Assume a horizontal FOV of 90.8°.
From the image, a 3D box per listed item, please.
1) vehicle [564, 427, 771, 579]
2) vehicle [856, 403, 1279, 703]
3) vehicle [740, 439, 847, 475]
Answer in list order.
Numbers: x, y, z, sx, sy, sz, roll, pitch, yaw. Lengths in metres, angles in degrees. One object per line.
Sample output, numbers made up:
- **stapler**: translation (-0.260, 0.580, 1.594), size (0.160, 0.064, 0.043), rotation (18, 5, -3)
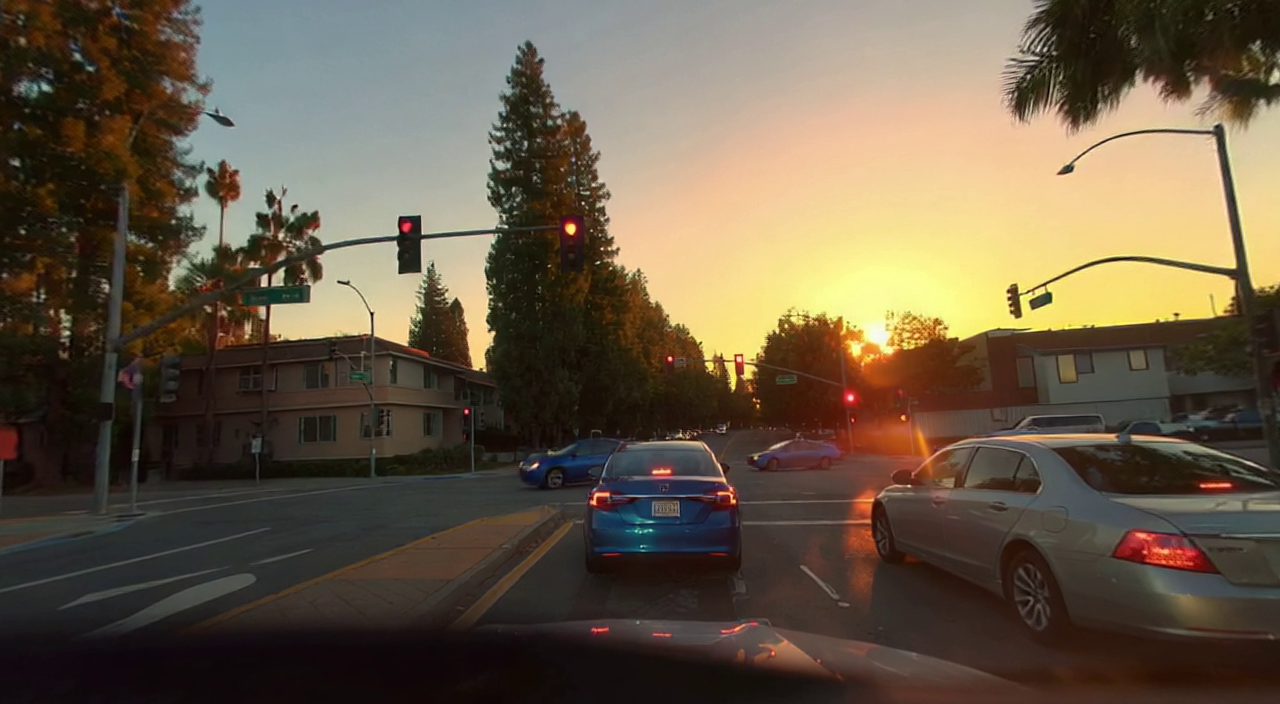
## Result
- **vehicle**: translation (0.309, 1.818, 8.329), size (2.090, 1.505, 3.756), rotation (-1, -9, 1)
- **vehicle**: translation (3.654, 1.342, 5.432), size (1.888, 1.486, 4.681), rotation (0, -9, 0)
- **vehicle**: translation (6.859, 4.667, 28.331), size (4.229, 1.490, 1.854), rotation (2, -9, -17)
